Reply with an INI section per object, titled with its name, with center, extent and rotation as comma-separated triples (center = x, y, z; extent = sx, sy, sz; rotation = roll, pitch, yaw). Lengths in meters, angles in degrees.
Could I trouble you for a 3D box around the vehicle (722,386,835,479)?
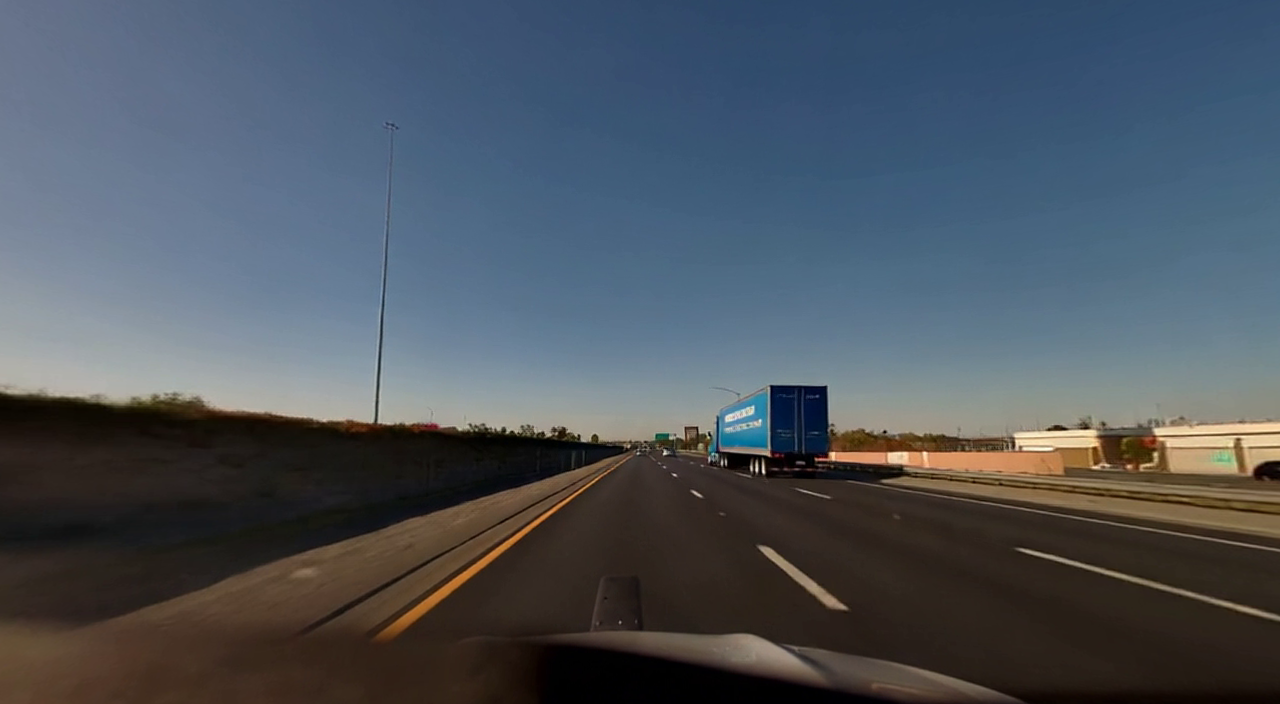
[vehicle]
center = 7.265, 4.797, 36.369
extent = 2.912, 4.153, 15.866
rotation = 0, -9, 0
